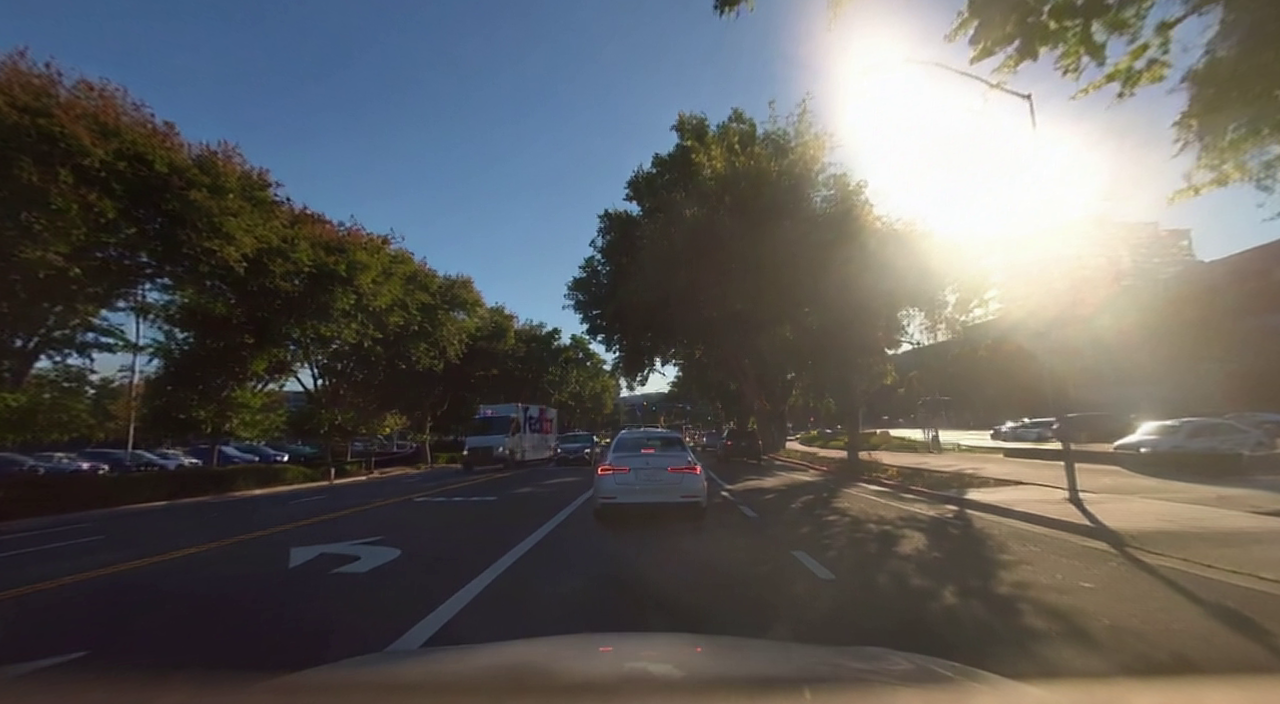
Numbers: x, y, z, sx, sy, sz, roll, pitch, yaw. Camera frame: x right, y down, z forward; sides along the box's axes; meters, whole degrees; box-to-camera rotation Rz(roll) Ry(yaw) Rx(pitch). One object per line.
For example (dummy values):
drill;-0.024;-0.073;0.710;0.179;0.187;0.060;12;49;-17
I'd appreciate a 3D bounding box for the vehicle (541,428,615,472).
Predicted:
vehicle;-2.686;4.415;28.536;2.057;1.786;4.725;-2;-8;11

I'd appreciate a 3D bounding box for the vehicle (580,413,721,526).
vehicle;0.186;2.112;11.861;2.154;1.710;4.128;-1;-8;1

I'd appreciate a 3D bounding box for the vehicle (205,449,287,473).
vehicle;-26.313;7.280;42.178;4.398;1.532;1.769;-2;-8;7

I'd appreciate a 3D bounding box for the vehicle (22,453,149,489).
vehicle;-27.959;6.008;31.886;4.743;1.671;1.842;-1;-8;4

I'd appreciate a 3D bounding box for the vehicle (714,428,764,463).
vehicle;5.347;5.121;34.666;2.155;1.786;4.459;-1;-8;2

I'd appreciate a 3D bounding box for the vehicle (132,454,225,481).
vehicle;-26.910;6.739;36.834;4.260;1.498;1.769;-2;-8;9

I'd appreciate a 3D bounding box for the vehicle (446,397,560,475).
vehicle;-6.505;4.297;31.906;2.961;3.316;9.483;-1;-8;5
